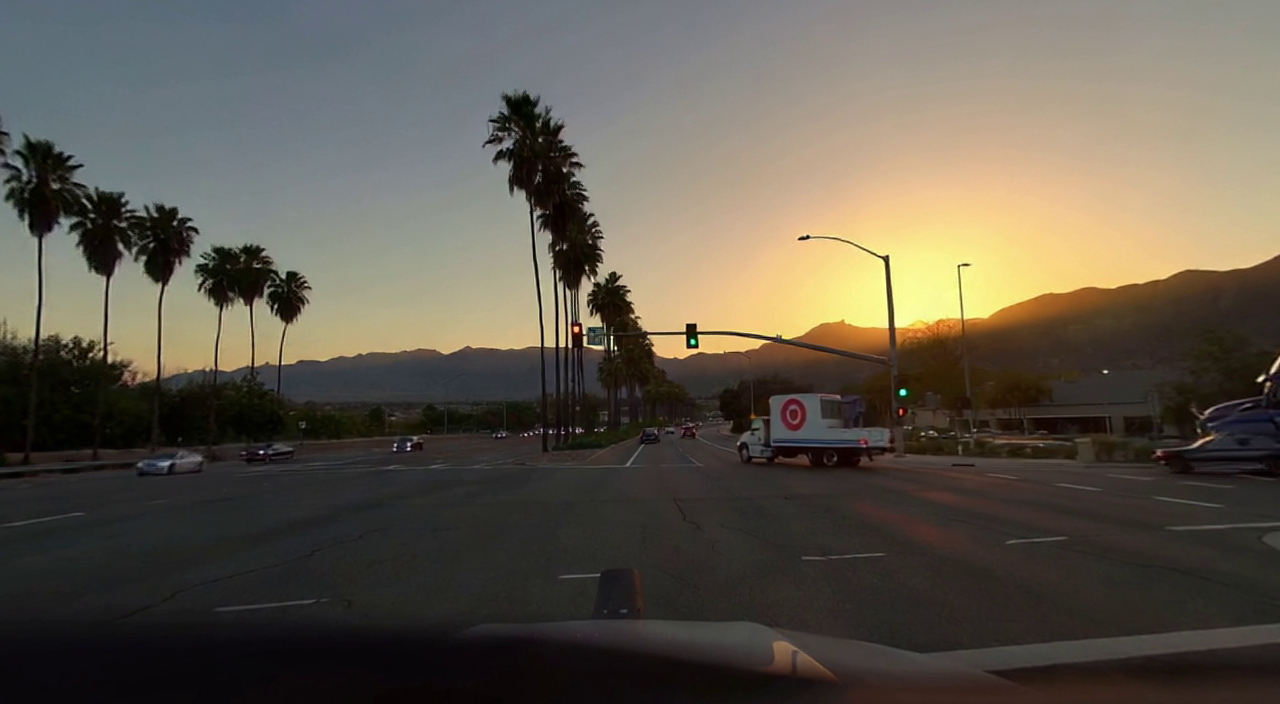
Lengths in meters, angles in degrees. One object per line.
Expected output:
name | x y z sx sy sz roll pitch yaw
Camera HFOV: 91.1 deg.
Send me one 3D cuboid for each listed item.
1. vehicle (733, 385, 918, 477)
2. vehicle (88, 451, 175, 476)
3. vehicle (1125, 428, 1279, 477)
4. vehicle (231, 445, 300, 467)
vehicle | 7.746 3.505 27.281 3.237 3.414 7.088 6 -10 -35
vehicle | -35.473 7.747 43.934 1.902 1.558 4.384 -2 -9 13
vehicle | 19.103 3.289 20.598 4.508 1.493 1.907 -2 -9 14
vehicle | -26.194 7.254 44.093 1.868 1.469 4.746 0 -9 1
